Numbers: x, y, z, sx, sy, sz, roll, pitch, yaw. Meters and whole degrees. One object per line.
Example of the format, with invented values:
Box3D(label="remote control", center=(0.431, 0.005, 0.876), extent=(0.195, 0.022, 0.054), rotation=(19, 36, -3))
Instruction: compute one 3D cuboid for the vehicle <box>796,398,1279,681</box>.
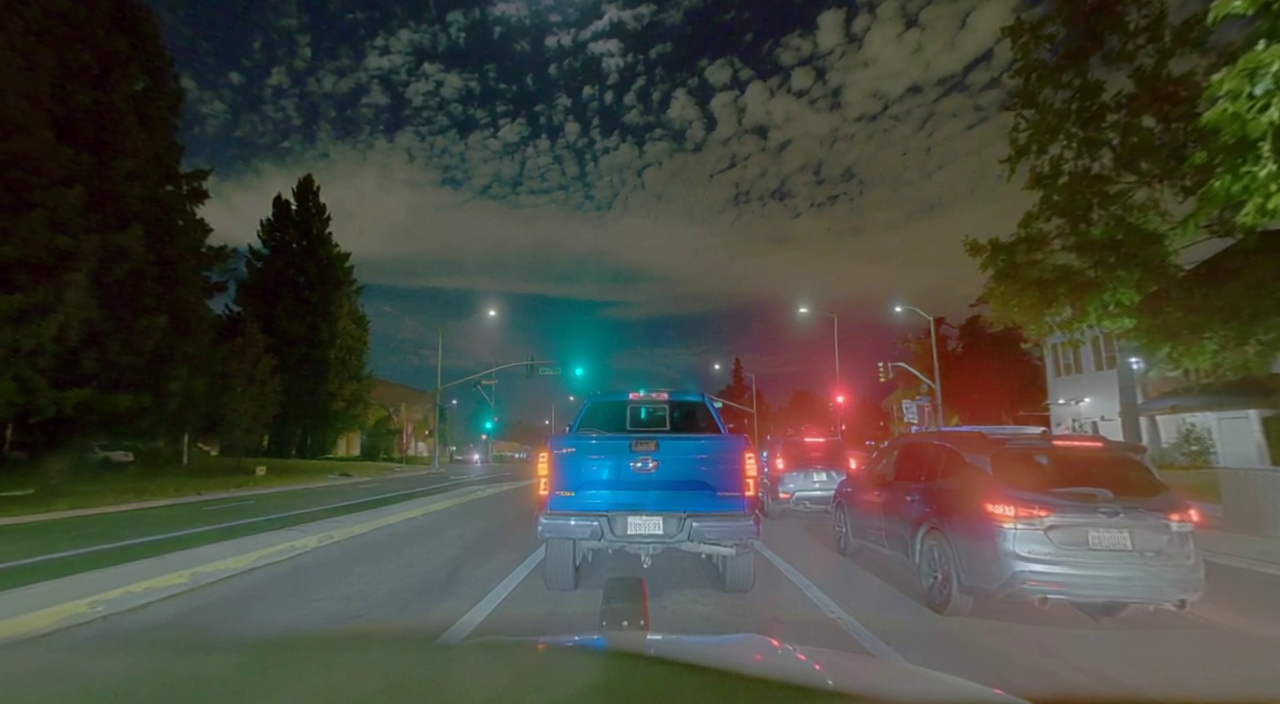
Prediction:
Box3D(label="vehicle", center=(3.326, 1.492, 6.387), extent=(2.155, 1.667, 5.162), rotation=(0, -8, 0))

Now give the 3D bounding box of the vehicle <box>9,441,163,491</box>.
Box3D(label="vehicle", center=(-21.758, 4.463, 25.066), extent=(2.062, 1.764, 4.508), rotation=(0, -8, -2))

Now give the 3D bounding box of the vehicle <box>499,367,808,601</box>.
Box3D(label="vehicle", center=(0.127, 1.529, 8.206), extent=(2.636, 2.011, 5.425), rotation=(0, -8, 0))
